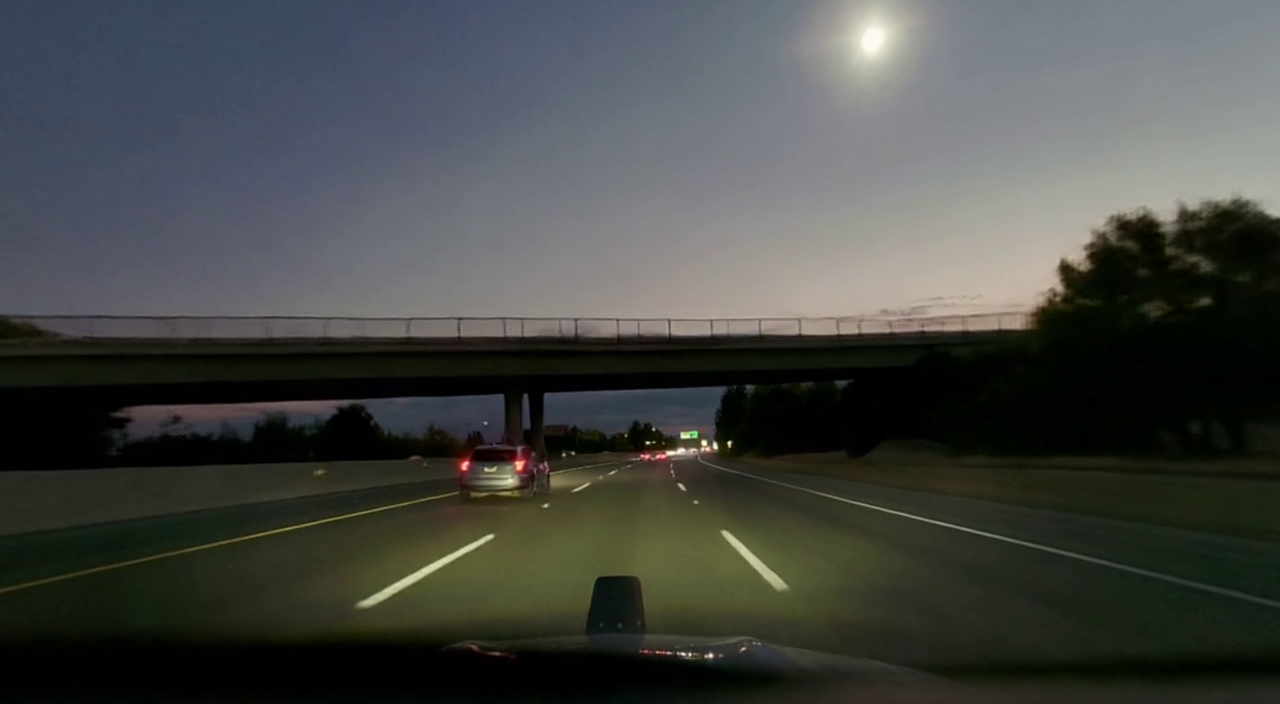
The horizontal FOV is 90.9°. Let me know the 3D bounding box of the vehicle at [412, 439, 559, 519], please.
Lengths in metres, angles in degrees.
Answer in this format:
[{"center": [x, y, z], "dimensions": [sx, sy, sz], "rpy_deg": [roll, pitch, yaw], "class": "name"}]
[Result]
[{"center": [-3.517, 3.016, 15.512], "dimensions": [2.274, 1.628, 4.807], "rpy_deg": [-1, -9, 2], "class": "vehicle"}]
